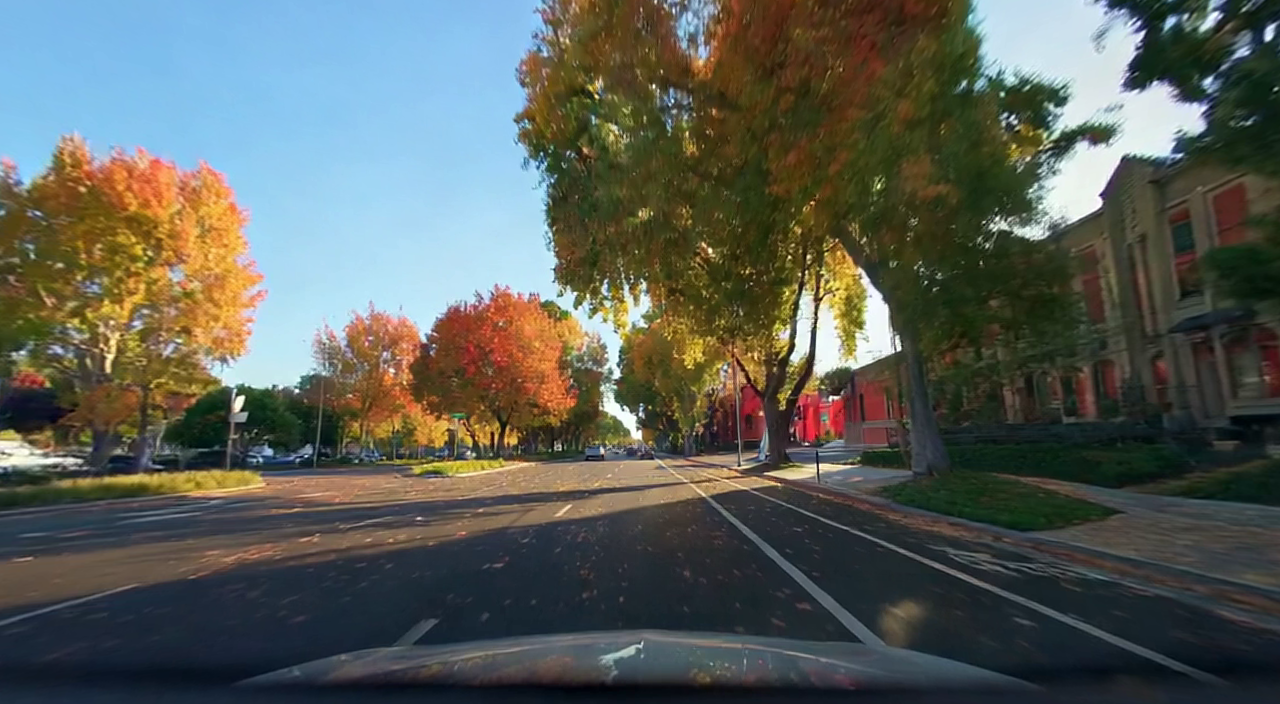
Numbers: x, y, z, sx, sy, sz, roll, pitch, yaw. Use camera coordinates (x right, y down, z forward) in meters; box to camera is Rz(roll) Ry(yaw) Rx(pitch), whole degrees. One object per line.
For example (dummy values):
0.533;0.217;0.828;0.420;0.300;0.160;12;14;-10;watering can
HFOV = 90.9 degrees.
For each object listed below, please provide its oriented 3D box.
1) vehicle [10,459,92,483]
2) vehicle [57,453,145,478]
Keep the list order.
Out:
-41.970;8.478;45.065;1.896;1.537;3.971;-1;-9;3;vehicle
-39.122;8.259;45.945;2.180;1.655;4.689;0;-9;1;vehicle
